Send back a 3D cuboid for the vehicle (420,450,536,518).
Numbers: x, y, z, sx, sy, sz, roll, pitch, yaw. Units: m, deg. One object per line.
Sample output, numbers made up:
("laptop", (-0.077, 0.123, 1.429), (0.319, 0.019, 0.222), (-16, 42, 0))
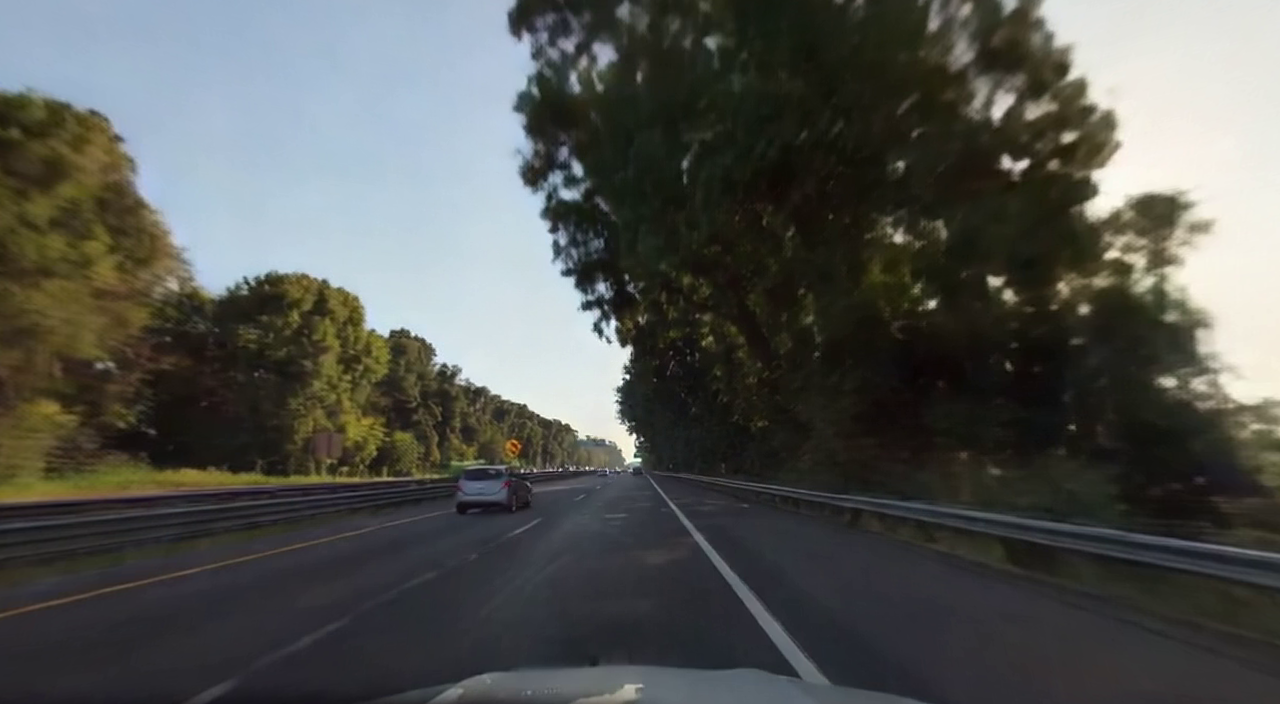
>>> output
("vehicle", (-4.321, 3.632, 17.623), (2.042, 1.629, 4.276), (1, -10, 1))
